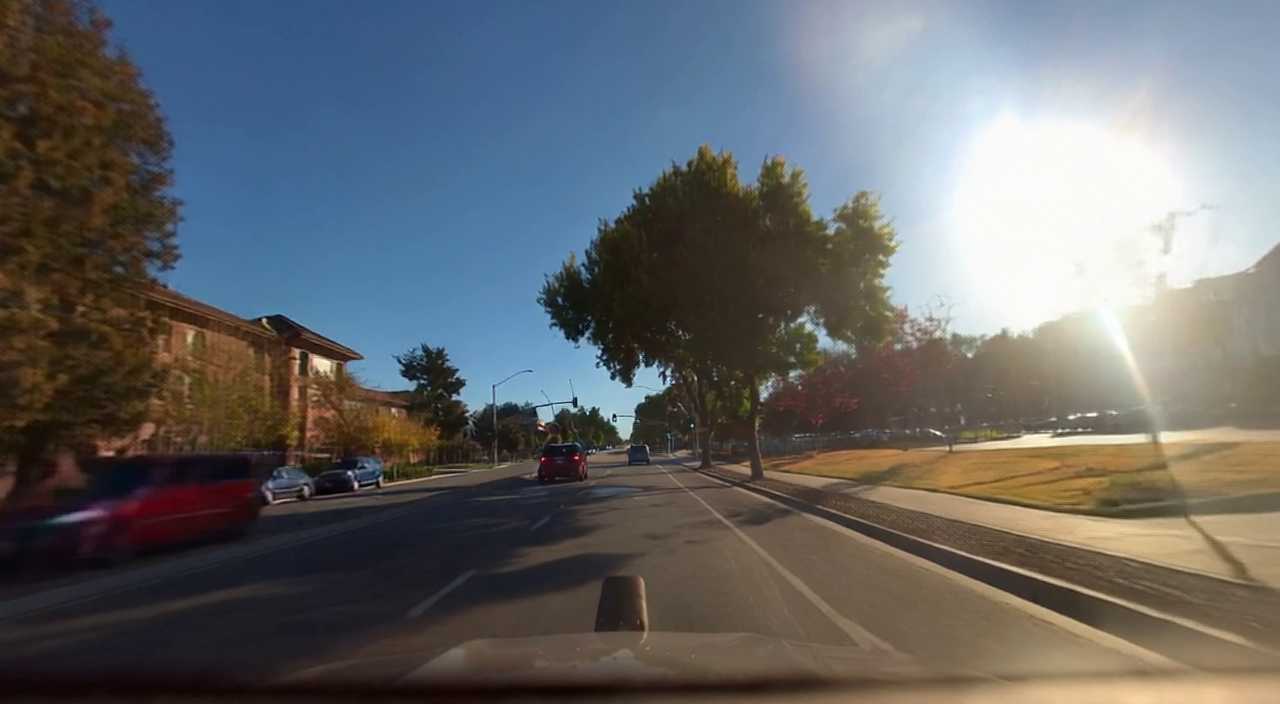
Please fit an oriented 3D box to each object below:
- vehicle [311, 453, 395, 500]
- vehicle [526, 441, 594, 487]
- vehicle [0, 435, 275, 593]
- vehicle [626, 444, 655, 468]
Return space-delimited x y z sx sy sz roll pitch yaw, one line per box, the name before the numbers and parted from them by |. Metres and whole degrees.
vehicle | -14.158 6.114 31.483 1.996 1.886 4.692 -5 -9 0
vehicle | -3.226 4.606 26.338 2.097 1.755 4.336 0 -9 2
vehicle | -7.891 2.226 9.462 2.084 1.731 4.595 -4 -9 1
vehicle | -0.005 7.936 48.329 2.088 1.735 4.801 0 -9 -1
